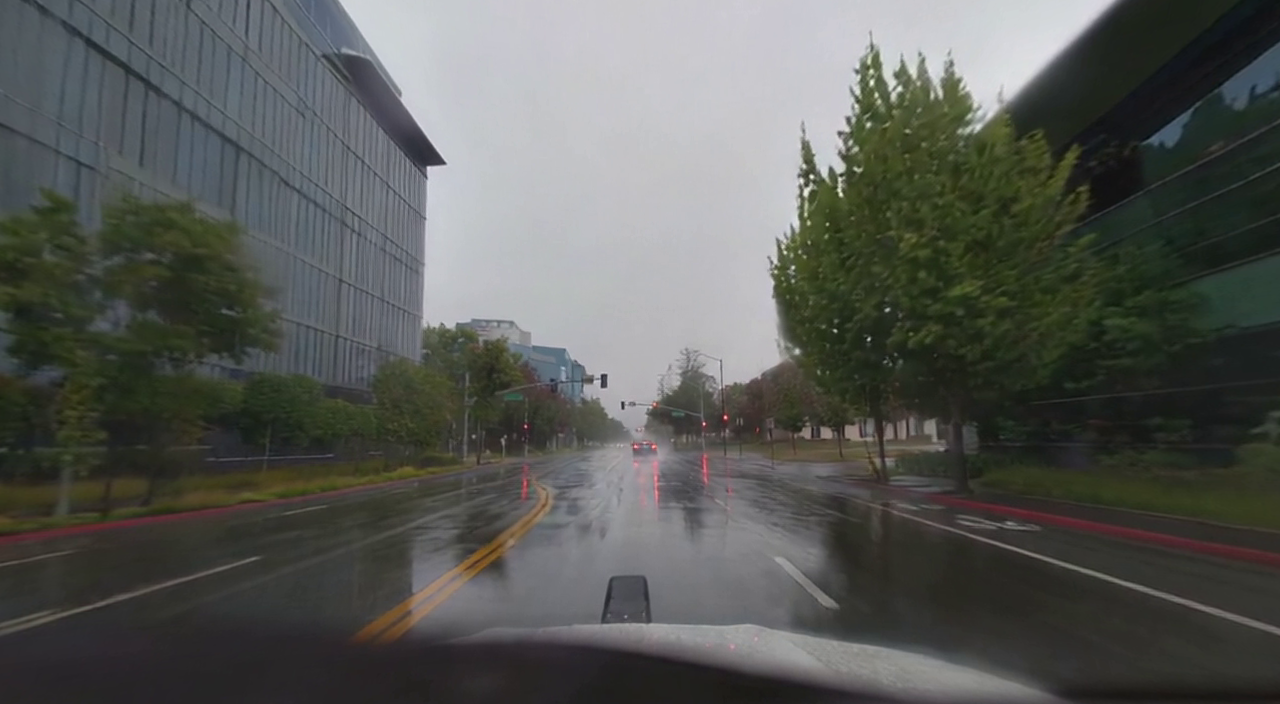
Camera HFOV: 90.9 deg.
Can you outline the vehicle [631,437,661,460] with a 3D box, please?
[{"bbox_3d":[0.428,7.418,48.399,2.184,1.640,4.086,1,-9,-1],"label":"vehicle"}]
